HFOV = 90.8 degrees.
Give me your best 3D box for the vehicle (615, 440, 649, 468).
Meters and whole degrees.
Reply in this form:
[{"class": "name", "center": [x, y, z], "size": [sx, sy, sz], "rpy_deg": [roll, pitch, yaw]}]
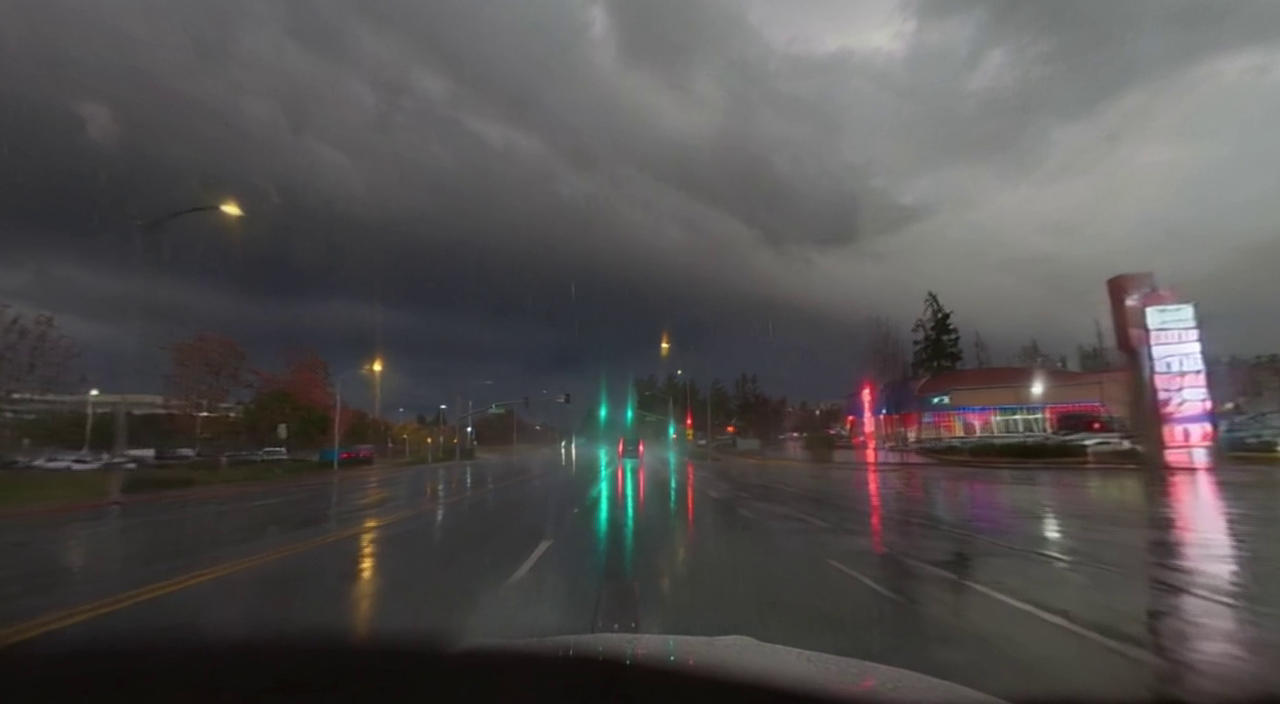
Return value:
[{"class": "vehicle", "center": [-0.526, 6.410, 39.903], "size": [2.024, 1.628, 4.774], "rpy_deg": [0, -9, -1]}]
